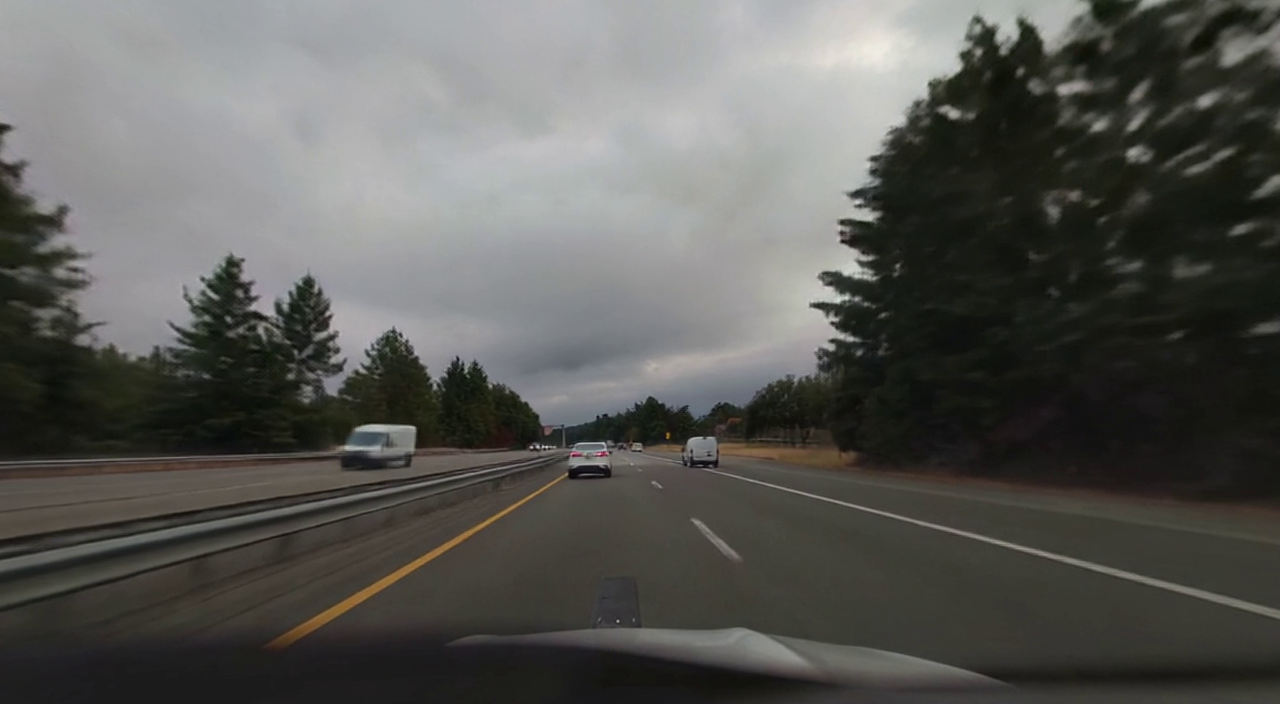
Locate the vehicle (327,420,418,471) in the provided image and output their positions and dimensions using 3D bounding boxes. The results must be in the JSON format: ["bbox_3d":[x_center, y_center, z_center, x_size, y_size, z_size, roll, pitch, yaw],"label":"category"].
[{"bbox_3d":[-14.756,5.252,35.122,2.445,2.526,6.227,0,-9,-2],"label":"vehicle"}]

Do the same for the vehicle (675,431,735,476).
[{"bbox_3d":[3.002,4.852,30.057,2.179,1.930,4.538,0,-9,-3],"label":"vehicle"}]

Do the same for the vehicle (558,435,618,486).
[{"bbox_3d":[-1.833,3.997,23.354,1.963,1.711,4.284,0,-9,-1],"label":"vehicle"}]
